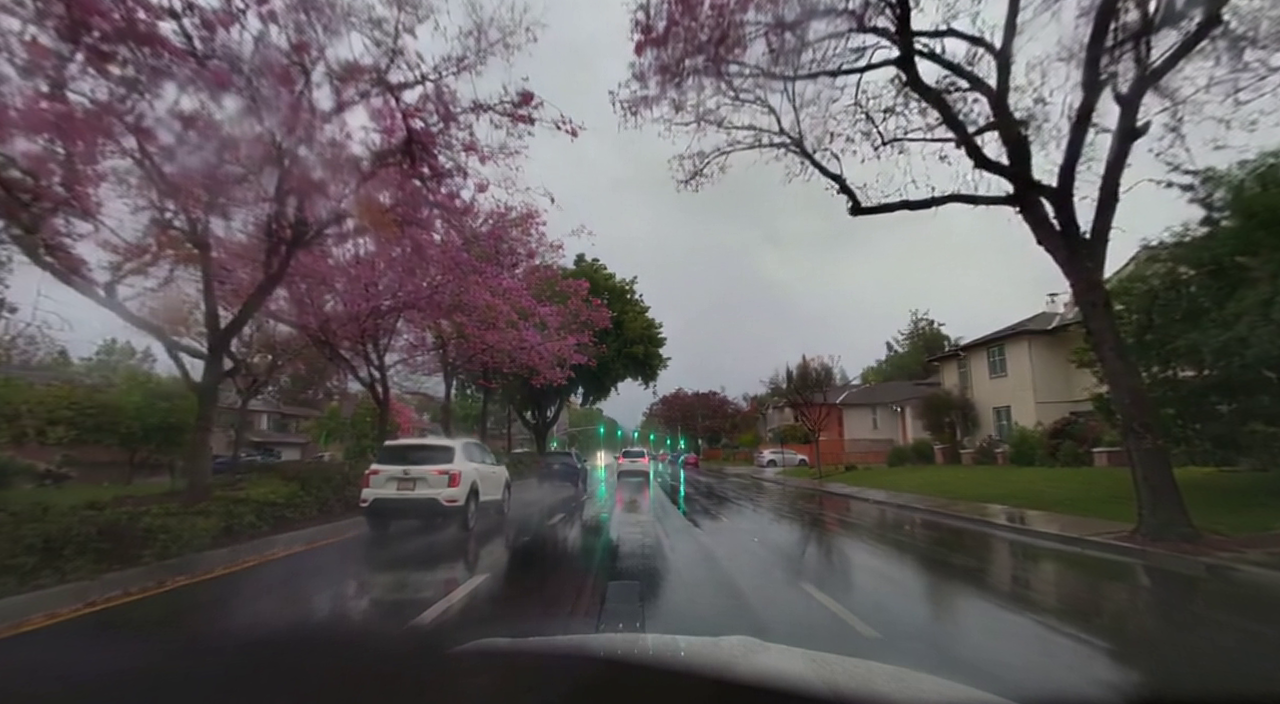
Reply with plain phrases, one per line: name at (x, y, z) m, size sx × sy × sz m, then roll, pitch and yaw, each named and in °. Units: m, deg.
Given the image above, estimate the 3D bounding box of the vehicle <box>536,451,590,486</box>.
vehicle at (-3.674, 5.624, 30.807) m, size 2.066 × 1.565 × 3.905 m, roll 0°, pitch -8°, yaw 1°

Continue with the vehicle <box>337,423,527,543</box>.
vehicle at (-3.806, 2.482, 12.689) m, size 2.161 × 1.919 × 4.798 m, roll 0°, pitch -8°, yaw 0°

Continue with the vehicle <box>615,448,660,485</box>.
vehicle at (-0.118, 5.431, 30.214) m, size 1.997 × 1.636 × 3.760 m, roll 0°, pitch -8°, yaw 0°

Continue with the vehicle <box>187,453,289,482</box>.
vehicle at (-28.586, 8.213, 45.182) m, size 5.692 × 1.926 × 2.274 m, roll 3°, pitch -9°, yaw -18°
